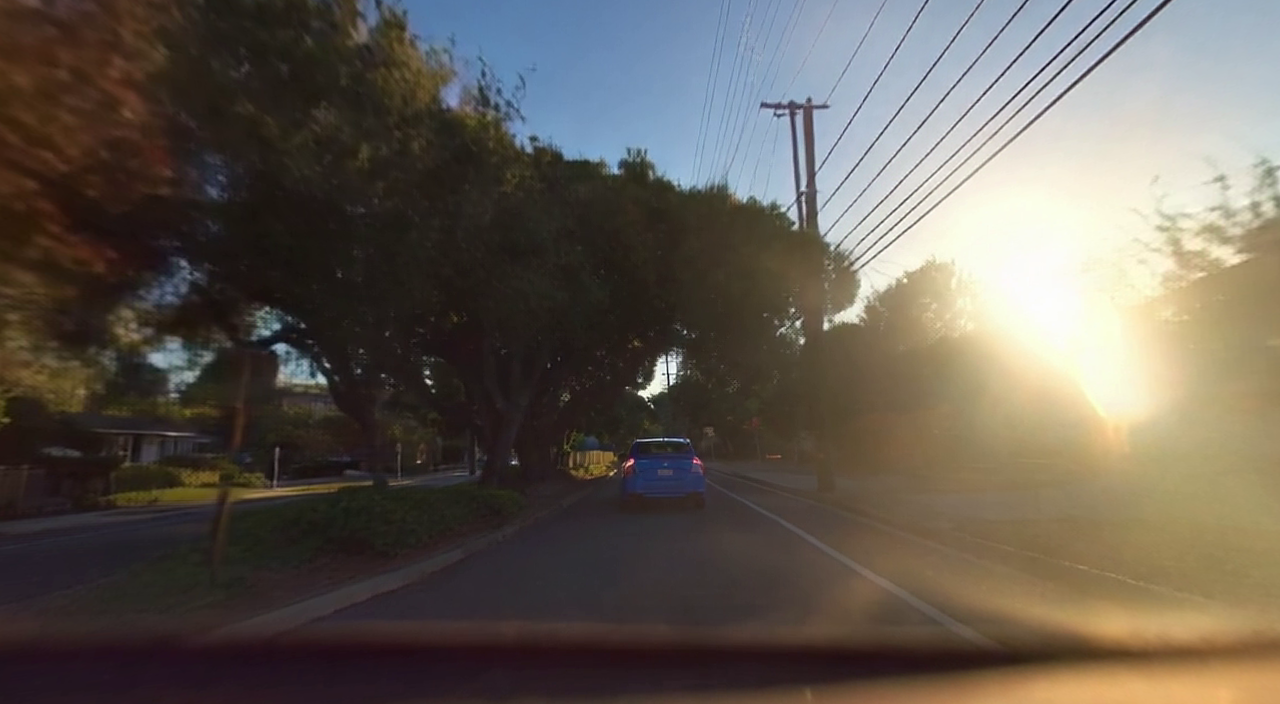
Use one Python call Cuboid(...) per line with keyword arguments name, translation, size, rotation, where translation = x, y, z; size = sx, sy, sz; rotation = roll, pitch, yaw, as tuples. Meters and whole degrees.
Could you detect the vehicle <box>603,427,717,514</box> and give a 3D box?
Cuboid(name="vehicle", translation=(0.396, 2.601, 14.283), size=(2.200, 1.653, 4.127), rotation=(0, -8, 0))
